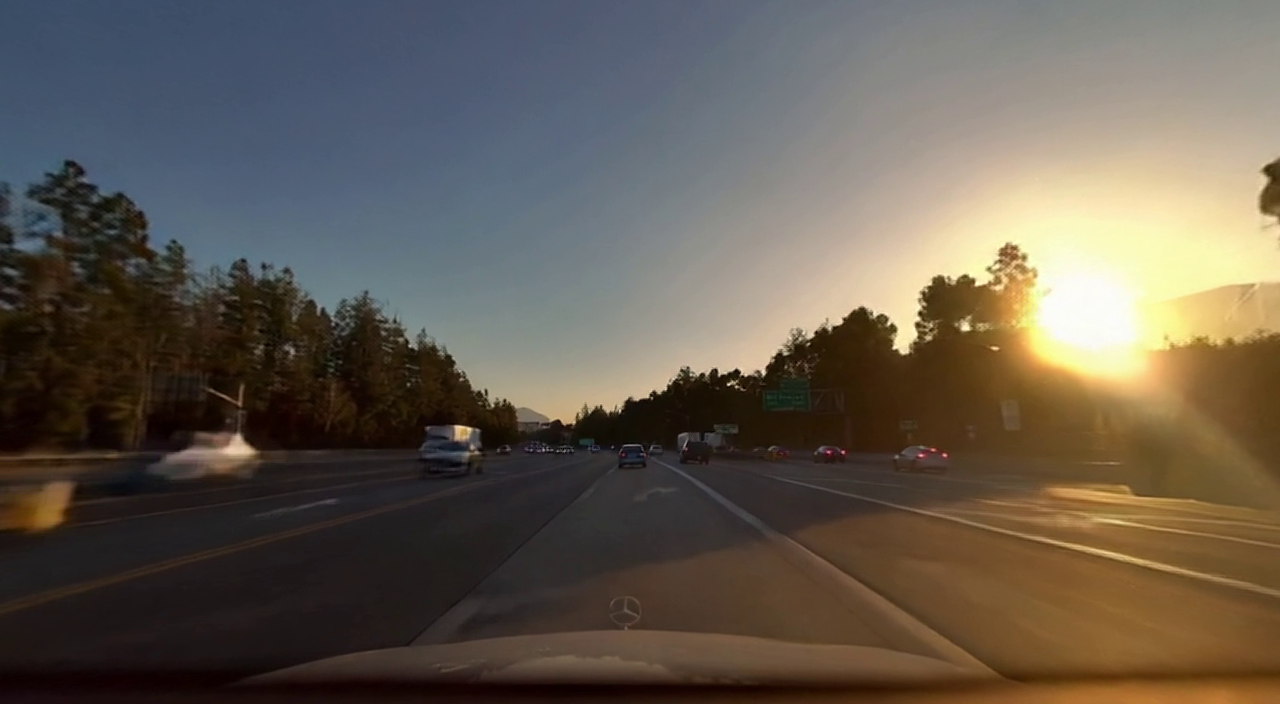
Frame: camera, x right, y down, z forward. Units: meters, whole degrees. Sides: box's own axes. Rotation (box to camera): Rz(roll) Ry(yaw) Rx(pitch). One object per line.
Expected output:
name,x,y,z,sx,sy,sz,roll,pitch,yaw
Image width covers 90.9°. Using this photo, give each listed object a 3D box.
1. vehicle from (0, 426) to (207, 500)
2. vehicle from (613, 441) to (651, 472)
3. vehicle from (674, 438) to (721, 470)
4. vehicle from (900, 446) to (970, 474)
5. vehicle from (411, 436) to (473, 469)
vehicle,-14.534,2.949,17.156,2.122,1.708,4.690,0,-8,0
vehicle,-0.444,6.092,36.925,2.105,1.711,4.293,0,-8,0
vehicle,3.747,6.807,42.254,2.505,2.020,5.532,0,-9,-1
vehicle,16.357,5.981,35.187,1.872,1.459,4.502,0,-8,2
vehicle,-11.079,5.656,35.683,2.050,1.712,4.548,0,-8,0
